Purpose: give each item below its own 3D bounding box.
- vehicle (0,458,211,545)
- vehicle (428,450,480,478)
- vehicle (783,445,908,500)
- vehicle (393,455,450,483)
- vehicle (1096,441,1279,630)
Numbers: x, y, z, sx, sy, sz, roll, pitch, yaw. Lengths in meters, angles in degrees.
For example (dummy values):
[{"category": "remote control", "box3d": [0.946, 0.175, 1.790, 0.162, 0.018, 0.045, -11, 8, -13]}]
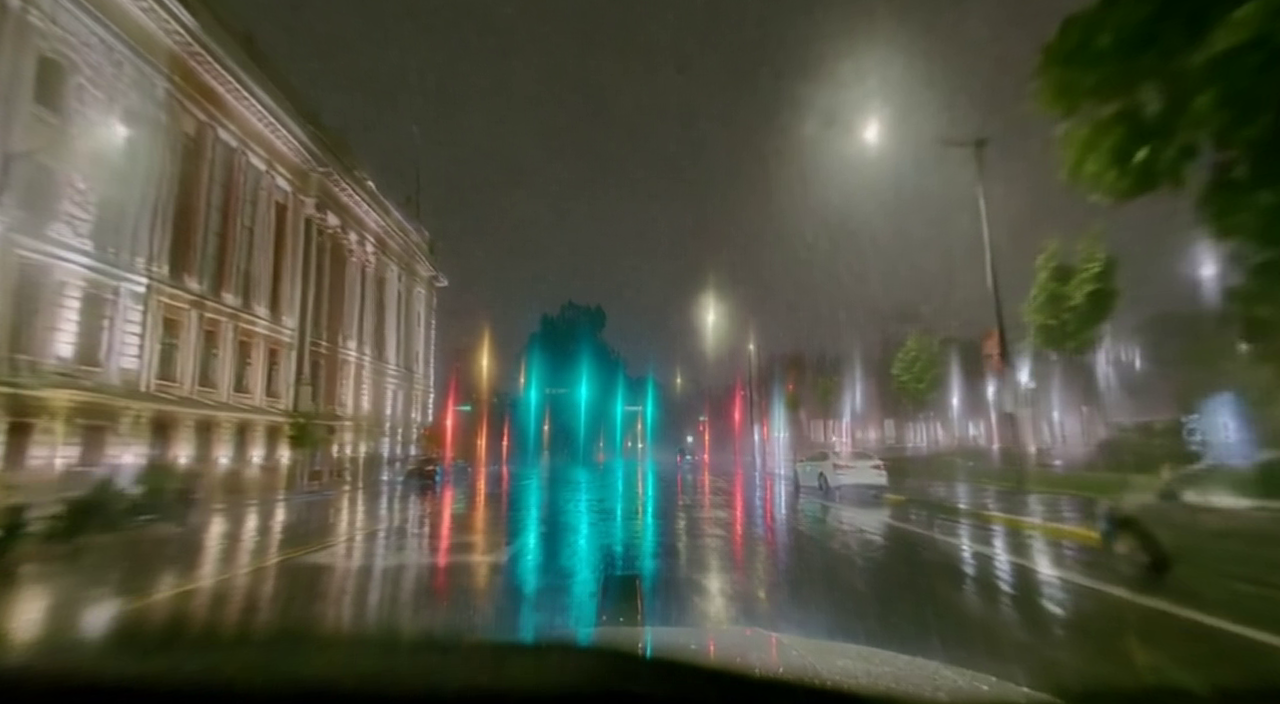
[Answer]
[{"category": "vehicle", "box3d": [-12.576, 3.357, 14.783, 1.911, 1.558, 4.793, -3, -9, -2]}, {"category": "vehicle", "box3d": [-12.841, 7.722, 43.985, 2.011, 1.668, 5.474, -1, -8, -1]}, {"category": "vehicle", "box3d": [5.999, 3.544, 19.157, 2.091, 1.445, 4.678, 0, -8, -1]}, {"category": "vehicle", "box3d": [-12.637, 6.761, 36.801, 1.767, 1.455, 4.389, 0, -8, 0]}, {"category": "vehicle", "box3d": [5.843, 1.356, 4.489, 1.869, 1.430, 4.365, 0, -8, -1]}]
